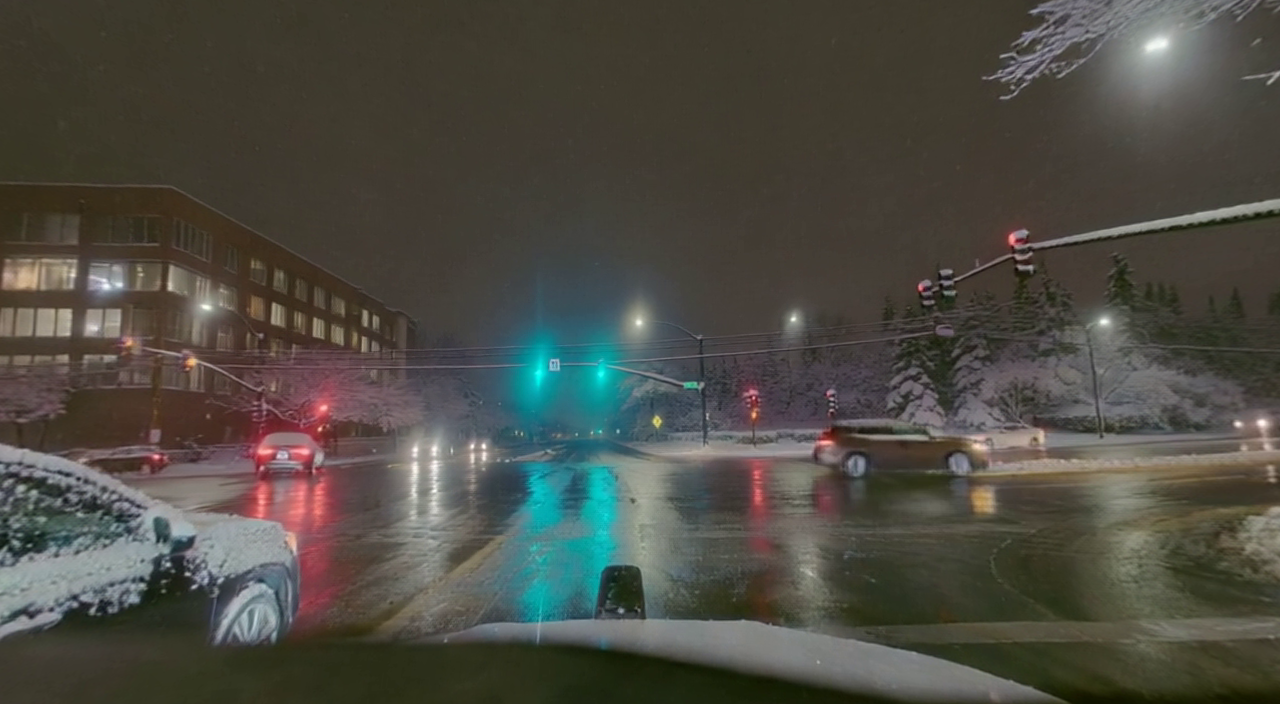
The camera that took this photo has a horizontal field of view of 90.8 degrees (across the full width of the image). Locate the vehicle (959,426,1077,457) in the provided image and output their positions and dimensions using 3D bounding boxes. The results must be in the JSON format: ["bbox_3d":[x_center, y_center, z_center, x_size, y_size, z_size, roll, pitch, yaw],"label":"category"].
[{"bbox_3d":[18.929,4.487,31.767,4.660,1.495,2.007,0,-8,-2],"label":"vehicle"}]

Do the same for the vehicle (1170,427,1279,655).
[{"bbox_3d":[4.932,0.986,2.536,1.949,1.449,4.530,-1,-8,5],"label":"vehicle"}]

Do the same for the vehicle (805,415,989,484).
[{"bbox_3d":[7.544,2.916,19.021,4.778,1.871,2.109,-3,-9,18],"label":"vehicle"}]

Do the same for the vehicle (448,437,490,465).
[{"bbox_3d":[-12.817,7.420,47.512,2.051,1.715,4.346,-3,-6,-2],"label":"vehicle"}]

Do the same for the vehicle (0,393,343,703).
[{"bbox_3d":[-3.067,0.897,2.146,1.919,1.478,4.720,0,-8,-1],"label":"vehicle"}]
